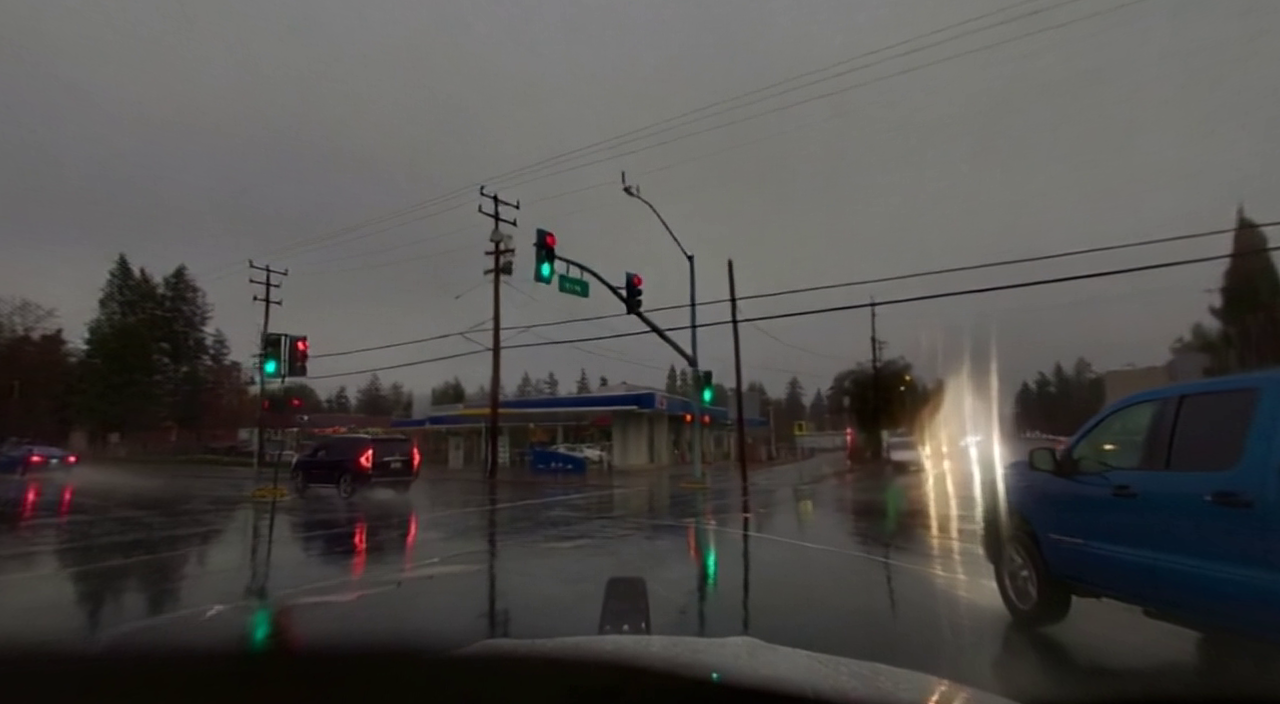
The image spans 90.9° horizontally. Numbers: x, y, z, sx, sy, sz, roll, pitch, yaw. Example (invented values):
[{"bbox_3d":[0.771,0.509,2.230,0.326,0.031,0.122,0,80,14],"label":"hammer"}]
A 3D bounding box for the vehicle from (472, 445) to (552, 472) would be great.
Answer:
[{"bbox_3d":[-7.937,6.603,39.420,1.913,1.480,4.661,-7,-10,42],"label":"vehicle"}]

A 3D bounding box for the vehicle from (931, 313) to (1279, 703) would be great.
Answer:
[{"bbox_3d":[3.760,0.787,2.991,2.036,1.818,5.192,0,-8,-3],"label":"vehicle"}]

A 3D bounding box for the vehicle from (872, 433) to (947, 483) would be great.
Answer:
[{"bbox_3d":[11.805,4.508,27.350,2.303,1.895,5.301,-4,-9,29],"label":"vehicle"}]

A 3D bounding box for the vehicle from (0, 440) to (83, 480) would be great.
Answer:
[{"bbox_3d":[-28.377,4.996,29.486,4.498,1.725,1.921,-4,-9,29],"label":"vehicle"}]

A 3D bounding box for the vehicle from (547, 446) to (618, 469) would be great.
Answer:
[{"bbox_3d":[-3.870,7.106,42.702,4.495,1.399,1.715,5,-9,-31],"label":"vehicle"}]

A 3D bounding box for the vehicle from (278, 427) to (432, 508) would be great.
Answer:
[{"bbox_3d":[-7.780,2.983,16.959,2.141,1.842,4.889,7,-11,-43],"label":"vehicle"}]
